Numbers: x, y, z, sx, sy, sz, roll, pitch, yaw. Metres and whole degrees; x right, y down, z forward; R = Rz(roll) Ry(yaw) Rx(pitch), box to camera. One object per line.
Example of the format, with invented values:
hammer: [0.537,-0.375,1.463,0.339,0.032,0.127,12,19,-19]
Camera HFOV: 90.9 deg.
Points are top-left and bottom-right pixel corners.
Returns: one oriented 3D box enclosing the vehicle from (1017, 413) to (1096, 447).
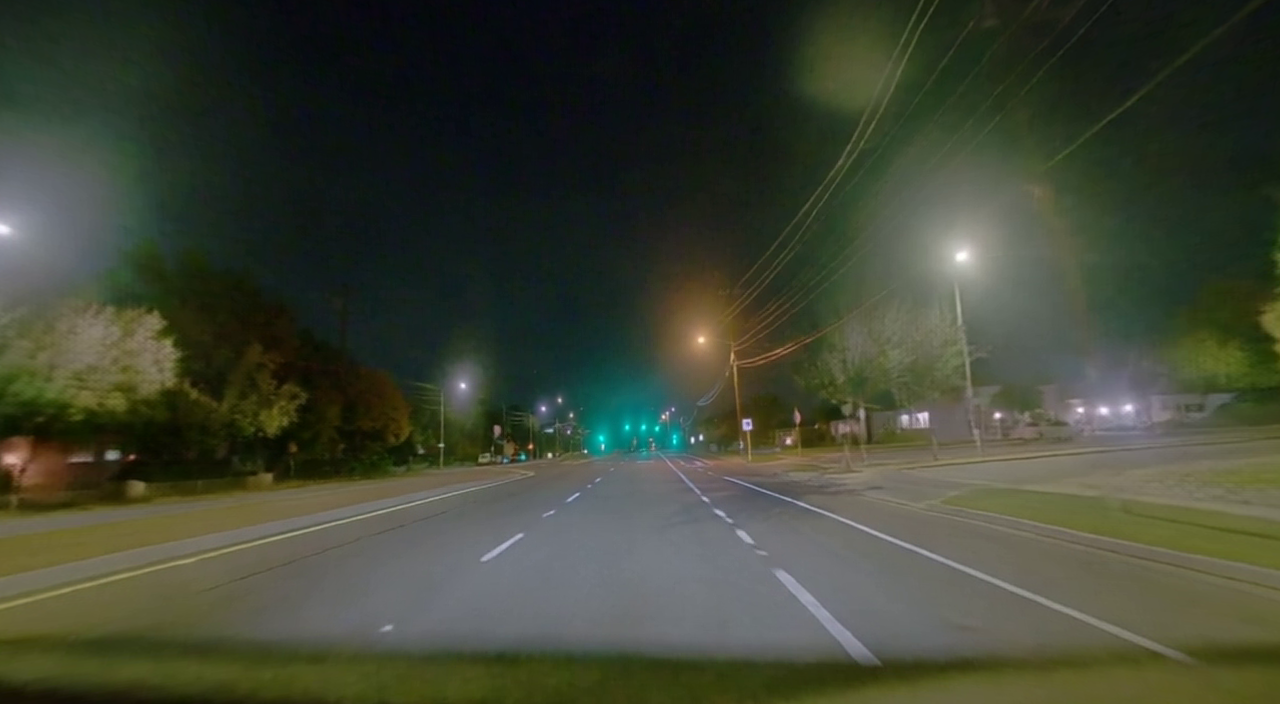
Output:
vehicle: [26.704,5.109,40.634,2.009,2.044,4.571,-1,-8,2]
